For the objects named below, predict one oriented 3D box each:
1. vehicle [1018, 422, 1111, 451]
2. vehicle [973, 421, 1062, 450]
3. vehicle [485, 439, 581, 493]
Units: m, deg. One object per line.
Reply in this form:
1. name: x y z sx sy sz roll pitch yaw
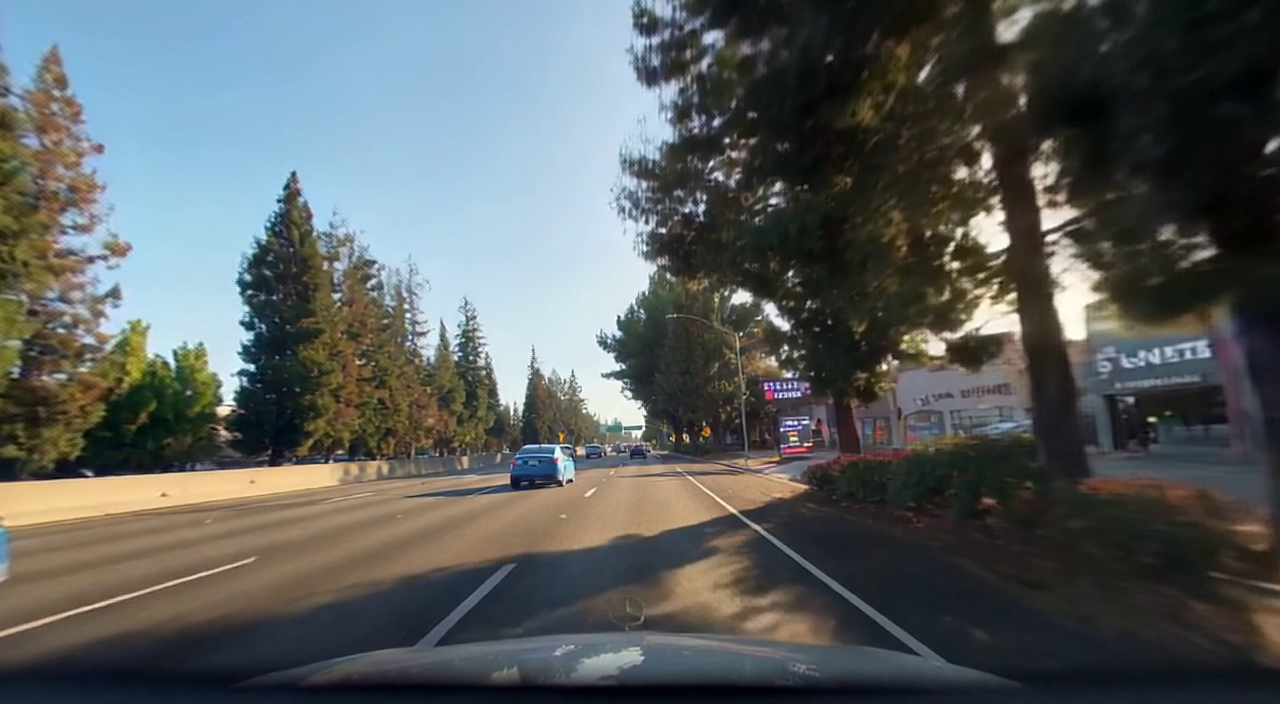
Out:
1. vehicle: 25.337 5.092 37.718 4.222 1.450 1.766 -3 -8 0
2. vehicle: 25.324 5.612 42.359 4.643 1.852 1.978 0 -8 0
3. vehicle: -3.184 3.521 19.814 2.152 1.479 4.394 0 -8 1
